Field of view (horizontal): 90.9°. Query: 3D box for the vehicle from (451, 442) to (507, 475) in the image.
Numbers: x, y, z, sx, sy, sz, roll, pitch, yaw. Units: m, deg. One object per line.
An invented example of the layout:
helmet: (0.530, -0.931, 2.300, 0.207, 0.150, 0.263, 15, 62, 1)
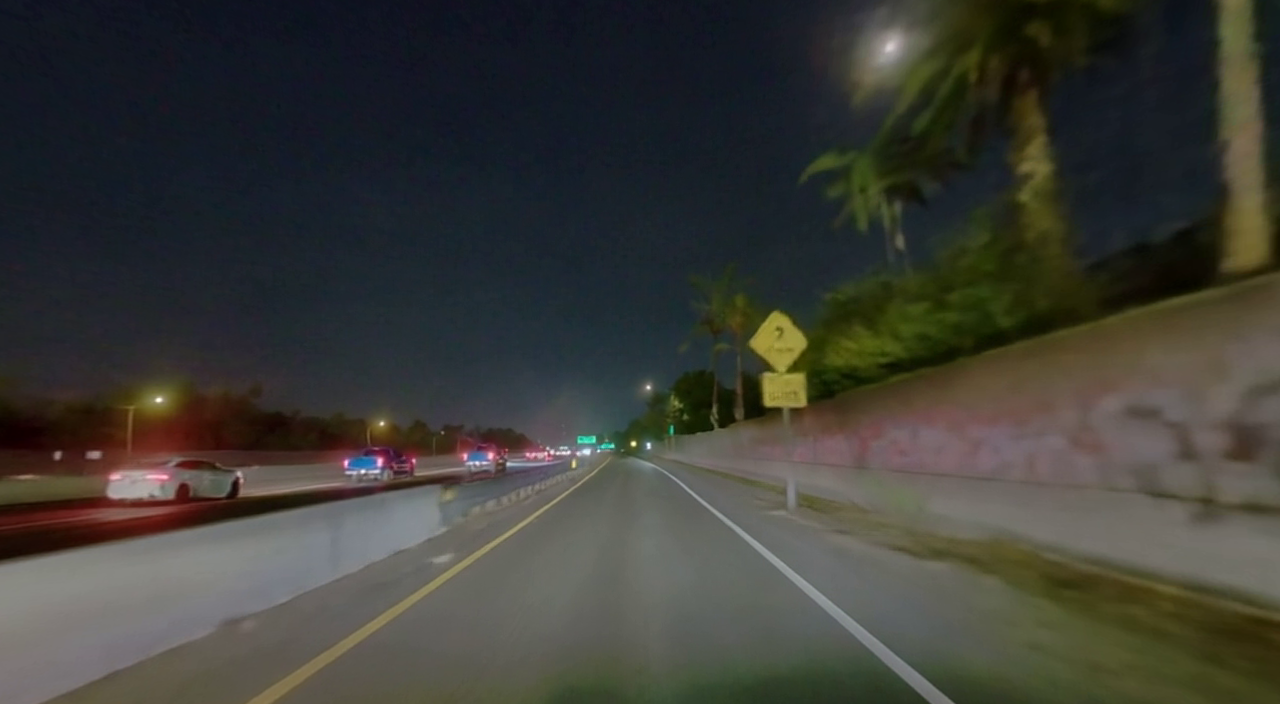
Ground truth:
vehicle: (-10.553, 7.003, 41.849, 2.342, 1.999, 5.594, 0, -9, -1)

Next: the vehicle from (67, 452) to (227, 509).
vehicle: (-17.978, 4.659, 23.377, 2.078, 1.802, 4.723, -1, -9, 0)

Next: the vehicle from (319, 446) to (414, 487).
vehicle: (-14.009, 5.872, 32.851, 2.272, 1.882, 5.941, -1, -9, 0)
